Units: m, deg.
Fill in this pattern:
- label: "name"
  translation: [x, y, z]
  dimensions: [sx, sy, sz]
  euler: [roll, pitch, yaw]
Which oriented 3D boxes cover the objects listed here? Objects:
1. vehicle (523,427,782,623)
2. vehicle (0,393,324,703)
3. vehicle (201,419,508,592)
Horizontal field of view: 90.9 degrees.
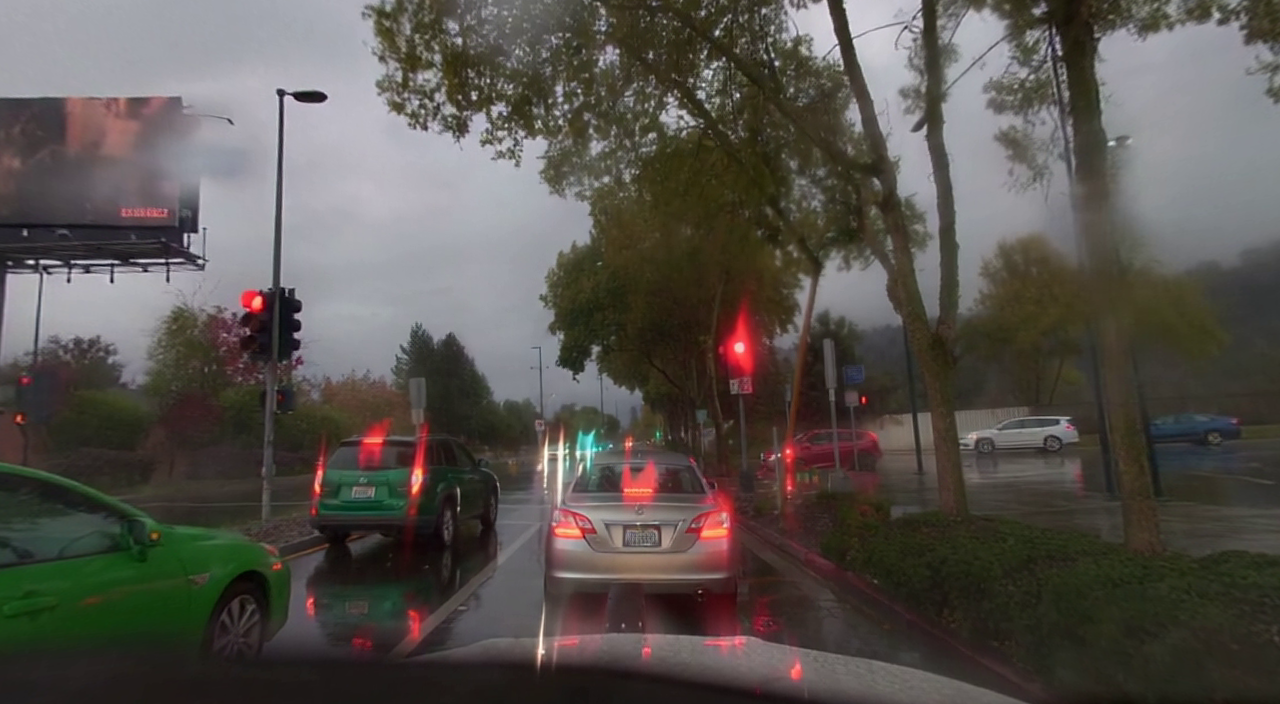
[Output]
- label: "vehicle"
  translation: [0.031, 1.591, 6.625]
  dimensions: [1.977, 1.467, 3.474]
  euler: [0, -9, -2]
- label: "vehicle"
  translation: [-3.146, 0.951, 2.410]
  dimensions: [1.808, 1.520, 3.846]
  euler: [-1, -9, 1]
- label: "vehicle"
  translation: [-3.170, 1.786, 8.126]
  dimensions: [1.950, 1.628, 4.082]
  euler: [-1, -9, 1]
